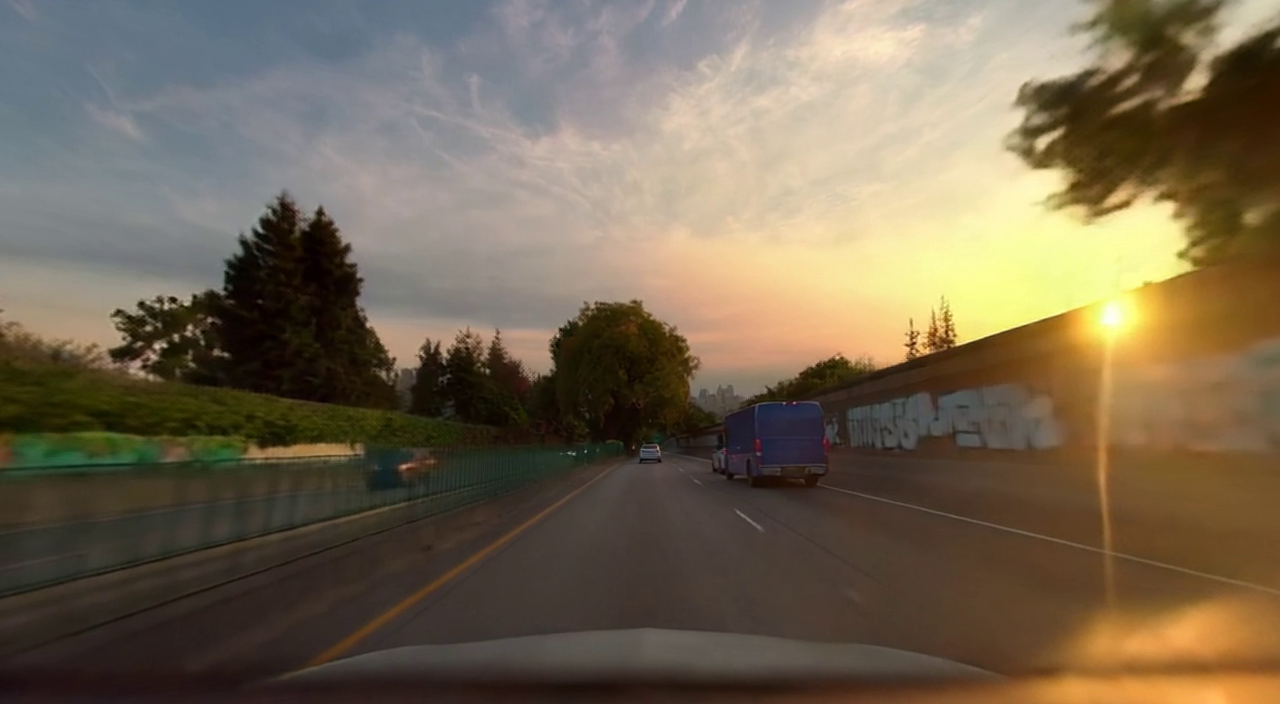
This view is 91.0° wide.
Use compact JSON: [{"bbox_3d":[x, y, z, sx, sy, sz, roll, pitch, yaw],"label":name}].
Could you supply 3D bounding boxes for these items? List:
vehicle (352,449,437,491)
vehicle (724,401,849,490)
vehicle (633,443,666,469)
[{"bbox_3d":[-10.307,4.956,26.820,1.953,1.629,3.984,0,-8,1],"label":"vehicle"},{"bbox_3d":[4.873,3.336,22.540,2.712,2.659,6.992,0,-8,-1],"label":"vehicle"},{"bbox_3d":[0.590,6.752,41.123,2.030,1.572,4.067,0,-8,0],"label":"vehicle"}]
